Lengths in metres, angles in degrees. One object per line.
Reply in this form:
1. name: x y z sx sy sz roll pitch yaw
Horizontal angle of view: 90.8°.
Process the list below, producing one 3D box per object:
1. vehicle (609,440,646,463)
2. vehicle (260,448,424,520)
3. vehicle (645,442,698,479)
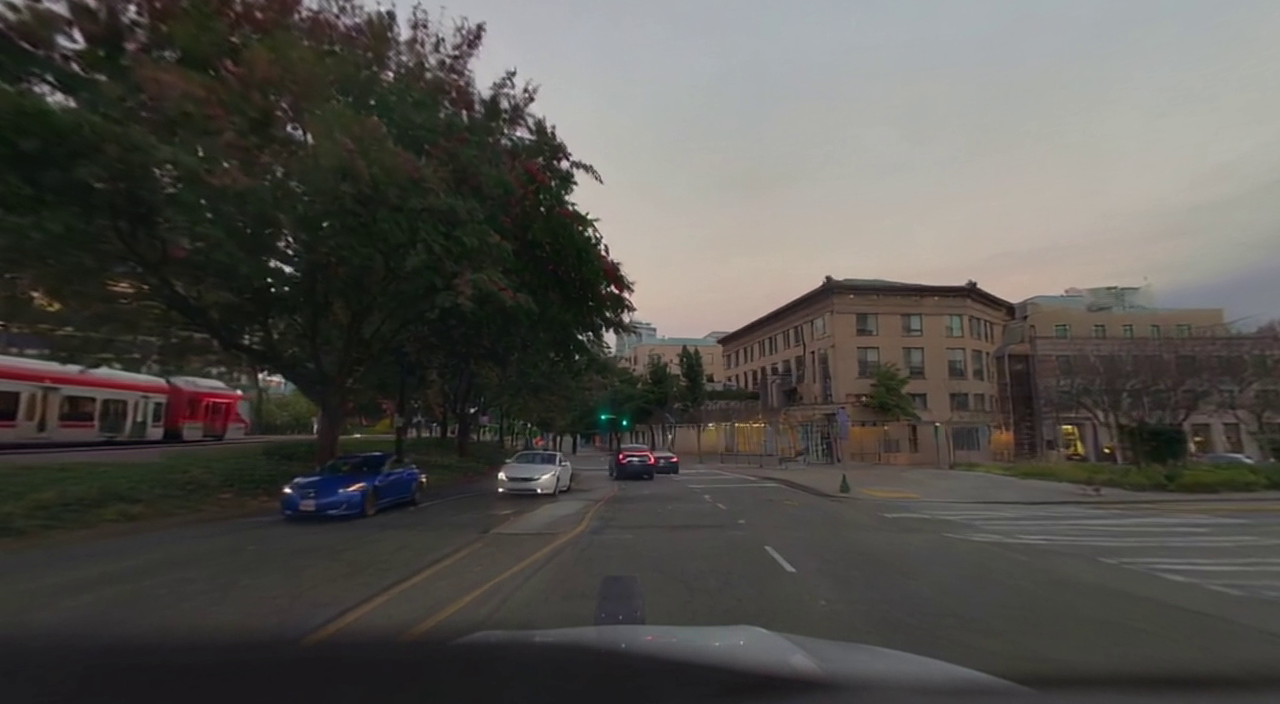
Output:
1. vehicle: -1.028 7.807 49.680 2.010 1.725 4.320 2 -9 -14
2. vehicle: -7.256 3.212 16.010 2.042 1.531 4.403 0 -8 -1
3. vehicle: 1.572 5.599 33.015 2.263 1.765 4.237 0 -8 -4
